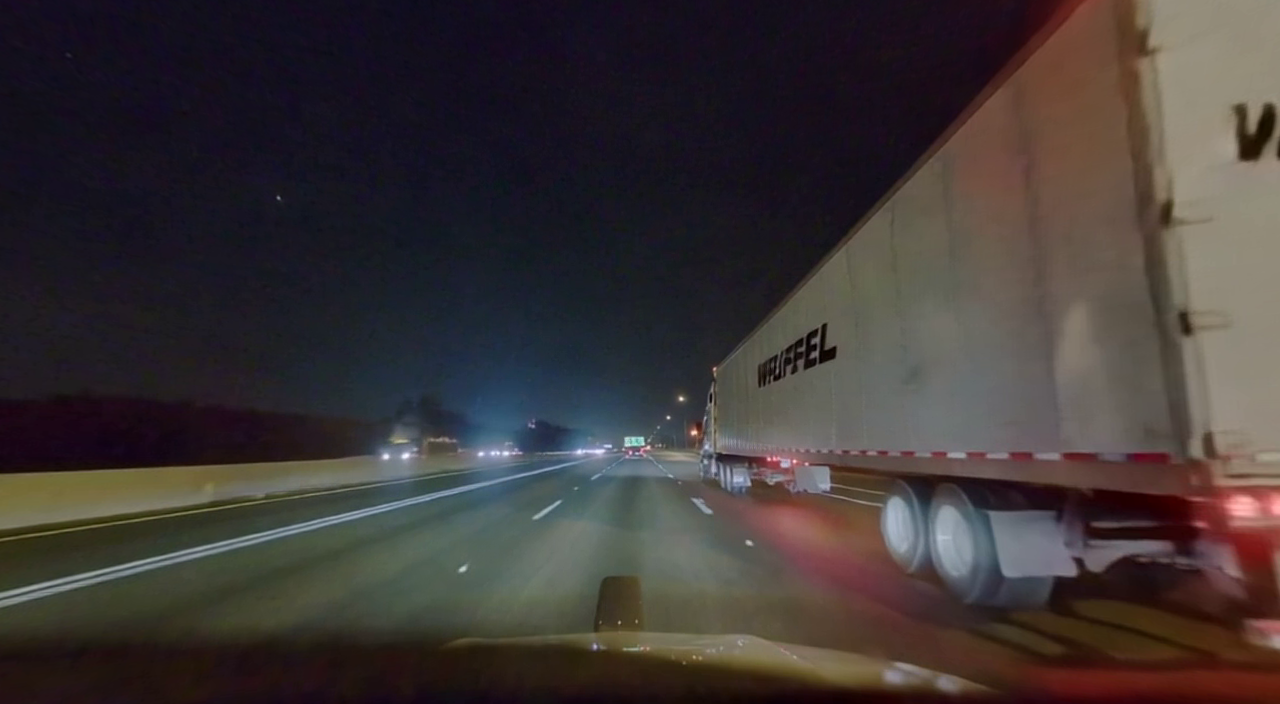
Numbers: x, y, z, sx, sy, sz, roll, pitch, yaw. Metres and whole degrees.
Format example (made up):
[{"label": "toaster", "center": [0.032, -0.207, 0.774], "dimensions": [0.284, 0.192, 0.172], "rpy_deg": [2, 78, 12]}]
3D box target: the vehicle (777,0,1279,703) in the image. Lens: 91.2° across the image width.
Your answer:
[{"label": "vehicle", "center": [4.035, 0.456, 7.121], "dimensions": [2.869, 4.013, 8.610], "rpy_deg": [0, -9, -1]}]
